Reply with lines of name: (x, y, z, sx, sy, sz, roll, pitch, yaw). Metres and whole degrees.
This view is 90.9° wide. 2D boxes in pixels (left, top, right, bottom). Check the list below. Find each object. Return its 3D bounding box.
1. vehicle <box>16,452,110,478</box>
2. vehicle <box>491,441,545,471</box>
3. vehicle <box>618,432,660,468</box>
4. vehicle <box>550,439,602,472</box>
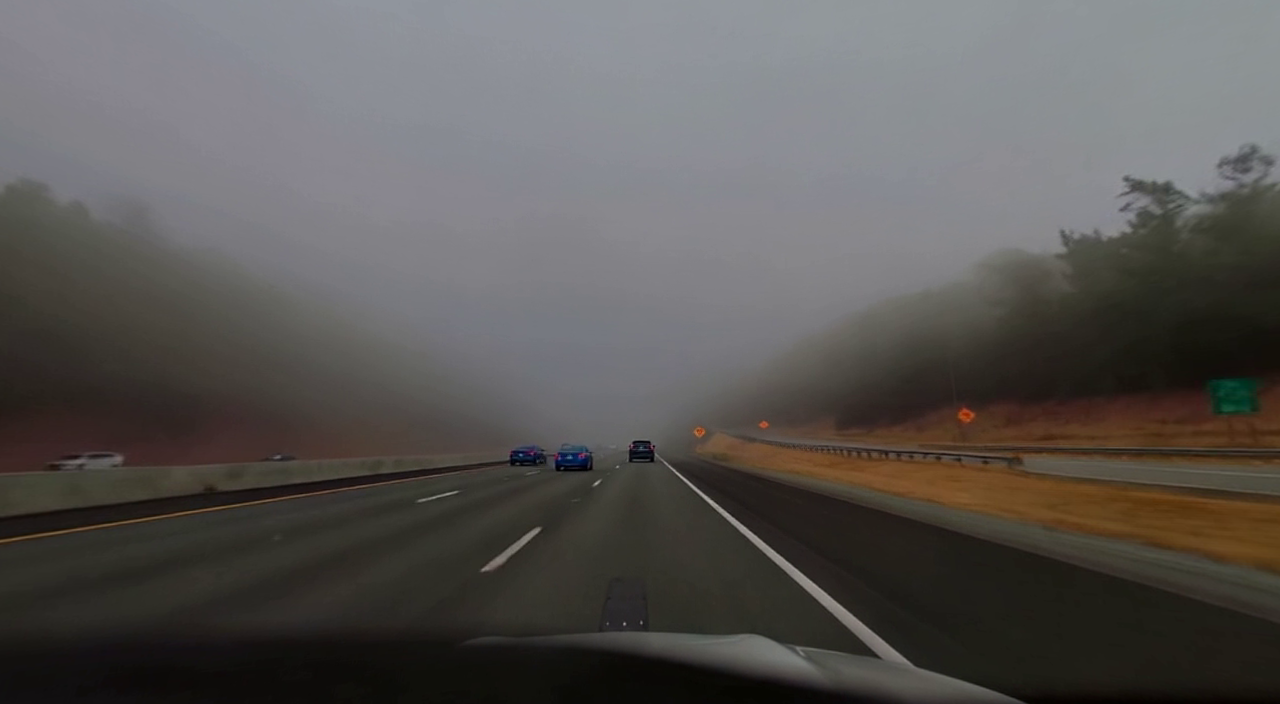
vehicle: (-37.546, 7.318, 41.201, 1.956, 1.551, 4.516, 0, -8, -1)
vehicle: (-6.779, 5.836, 35.609, 2.009, 1.519, 4.697, 0, -8, 1)
vehicle: (-0.042, 5.721, 36.819, 2.309, 1.915, 5.130, 0, -8, 0)
vehicle: (-3.292, 5.457, 33.447, 2.139, 1.589, 5.102, 0, -8, 1)
